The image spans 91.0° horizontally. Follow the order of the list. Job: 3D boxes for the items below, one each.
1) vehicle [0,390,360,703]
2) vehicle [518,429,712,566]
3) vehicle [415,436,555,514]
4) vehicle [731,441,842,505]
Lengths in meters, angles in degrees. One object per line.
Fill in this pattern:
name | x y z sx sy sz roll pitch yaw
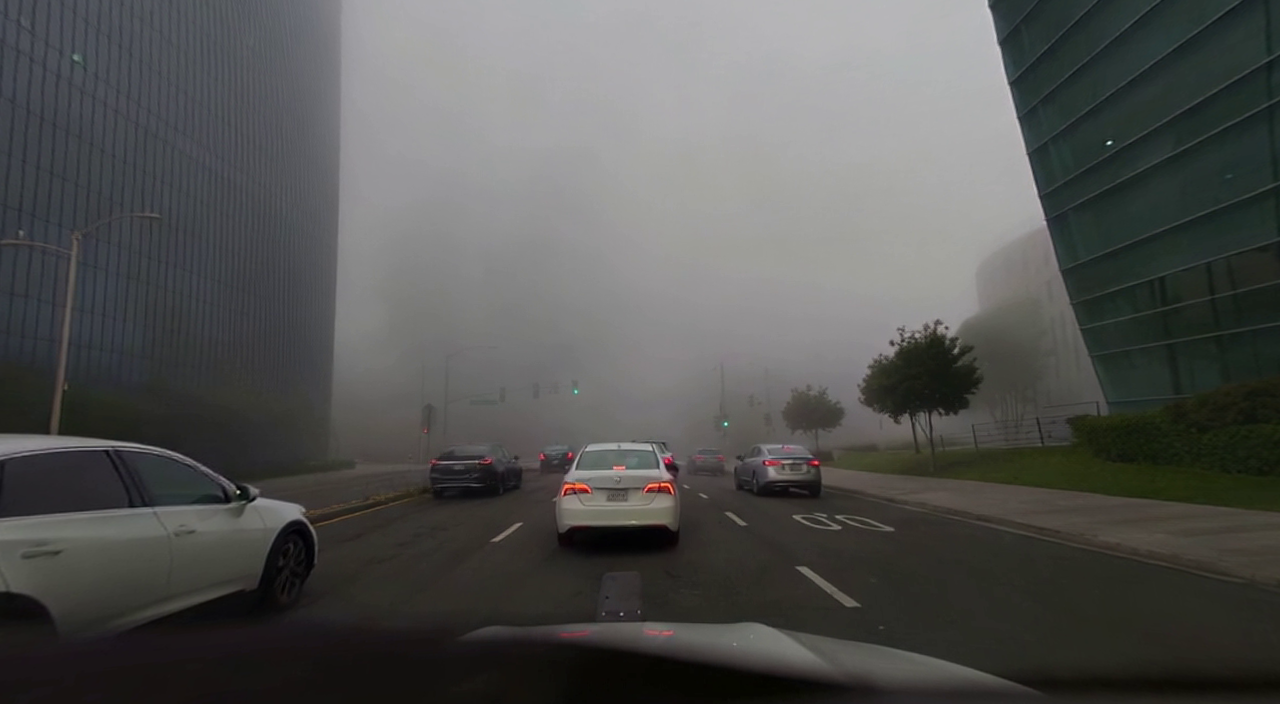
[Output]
vehicle | -3.564 1.098 3.735 1.933 1.520 4.195 0 -9 -1
vehicle | -0.231 1.964 9.303 2.174 1.509 4.374 0 -9 1
vehicle | -3.346 2.752 14.634 2.044 1.508 4.479 0 -9 1
vehicle | 3.841 3.225 17.271 1.940 1.514 4.187 0 -9 -1
